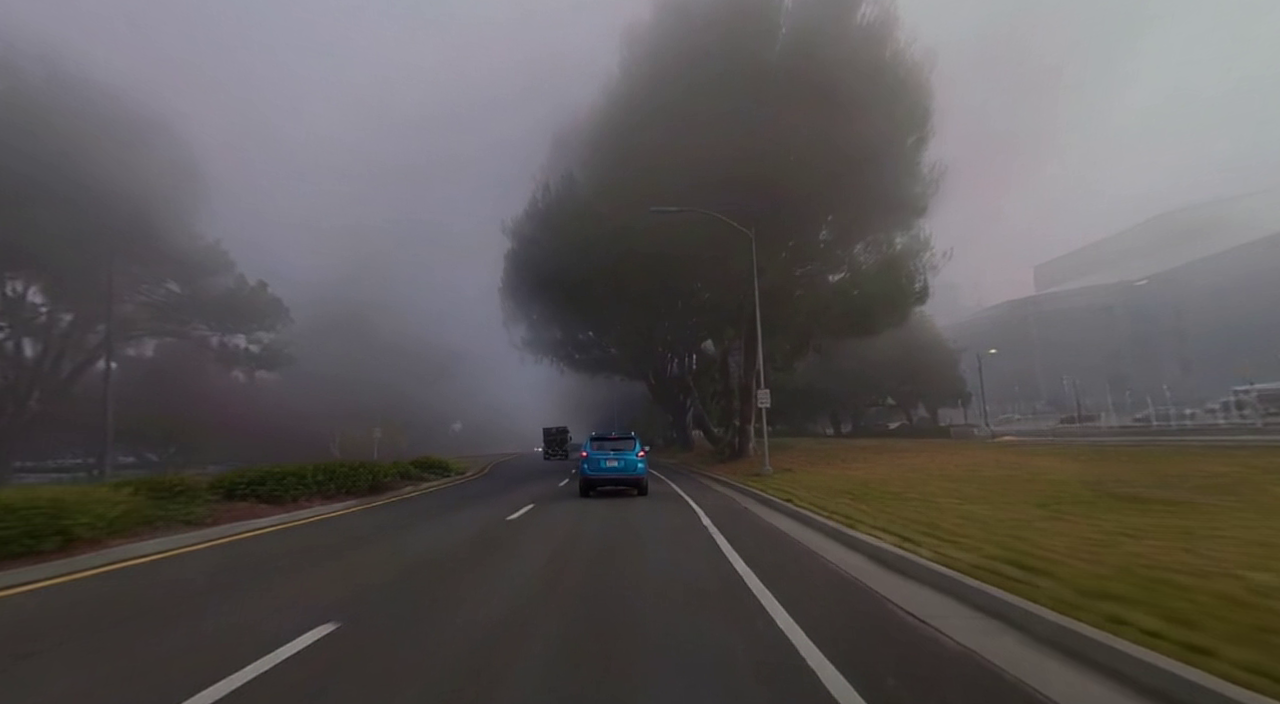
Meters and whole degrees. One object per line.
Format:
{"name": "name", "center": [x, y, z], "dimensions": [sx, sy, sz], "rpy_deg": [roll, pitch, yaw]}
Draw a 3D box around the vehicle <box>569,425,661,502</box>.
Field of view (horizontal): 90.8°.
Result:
{"name": "vehicle", "center": [-0.613, 2.906, 16.811], "dimensions": [2.131, 1.761, 4.242], "rpy_deg": [0, -8, -1]}
